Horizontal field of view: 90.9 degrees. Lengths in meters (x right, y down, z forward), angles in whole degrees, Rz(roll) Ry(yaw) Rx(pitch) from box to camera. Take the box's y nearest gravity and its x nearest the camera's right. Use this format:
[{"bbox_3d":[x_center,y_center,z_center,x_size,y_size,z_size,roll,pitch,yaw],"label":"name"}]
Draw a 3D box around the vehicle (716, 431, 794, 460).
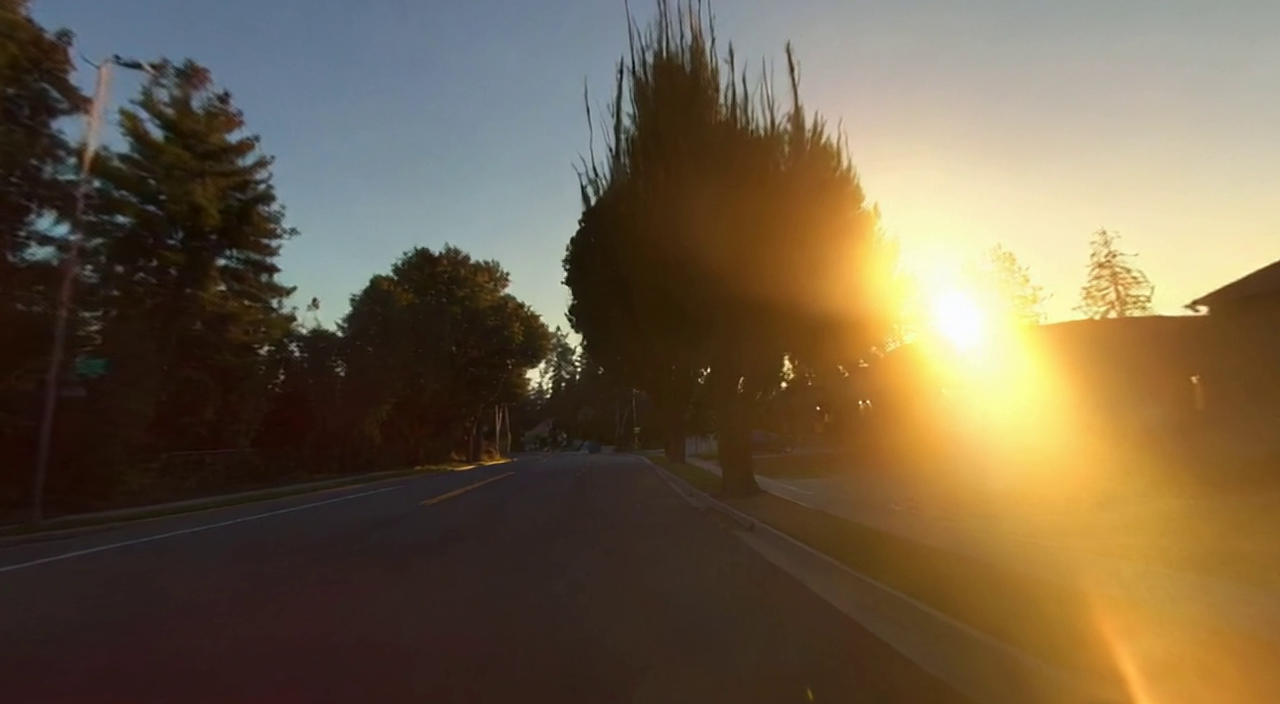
[{"bbox_3d":[6.694,5.455,36.933,4.153,1.605,1.835,1,-8,-4],"label":"vehicle"}]
